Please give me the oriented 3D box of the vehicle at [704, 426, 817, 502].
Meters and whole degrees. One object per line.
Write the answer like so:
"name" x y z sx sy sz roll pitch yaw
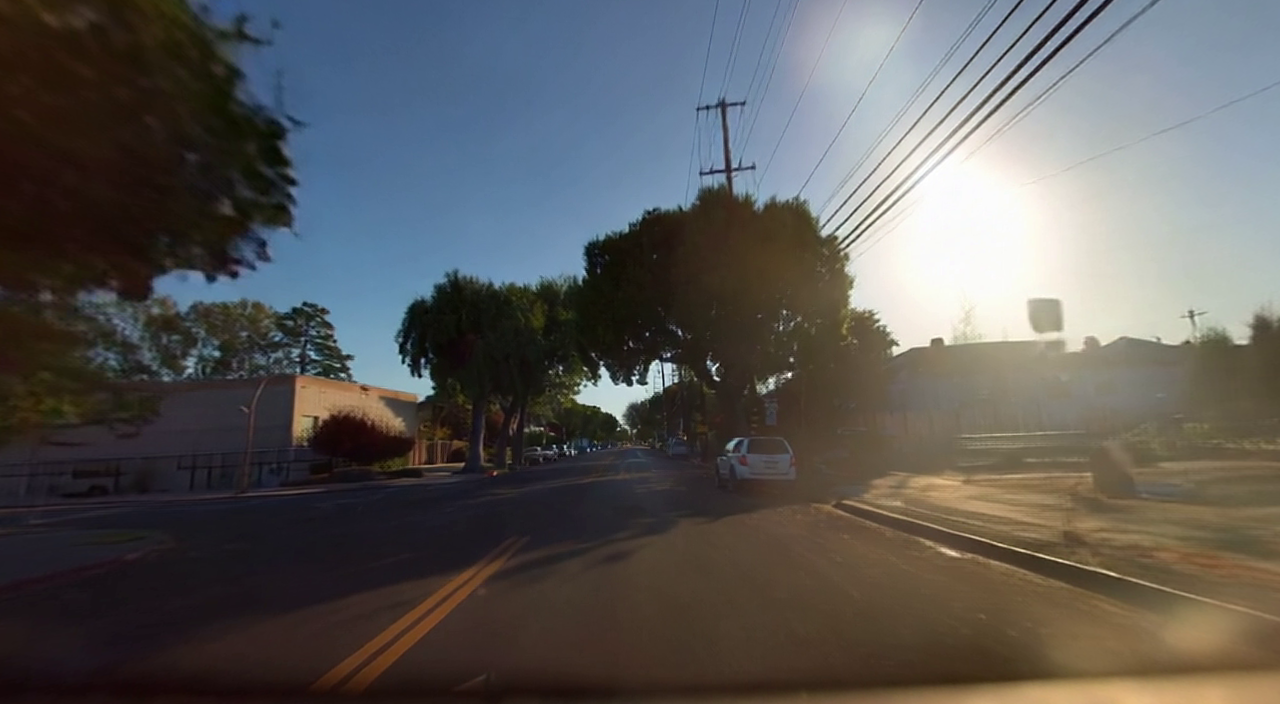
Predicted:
"vehicle" 3.170 3.080 17.859 2.138 1.820 5.218 0 -8 0

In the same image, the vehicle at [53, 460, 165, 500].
"vehicle" -25.837 6.211 30.971 1.803 1.469 4.240 -2 -6 1

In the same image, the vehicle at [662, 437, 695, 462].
"vehicle" 2.977 7.620 49.449 2.120 1.869 4.773 0 -8 -2
